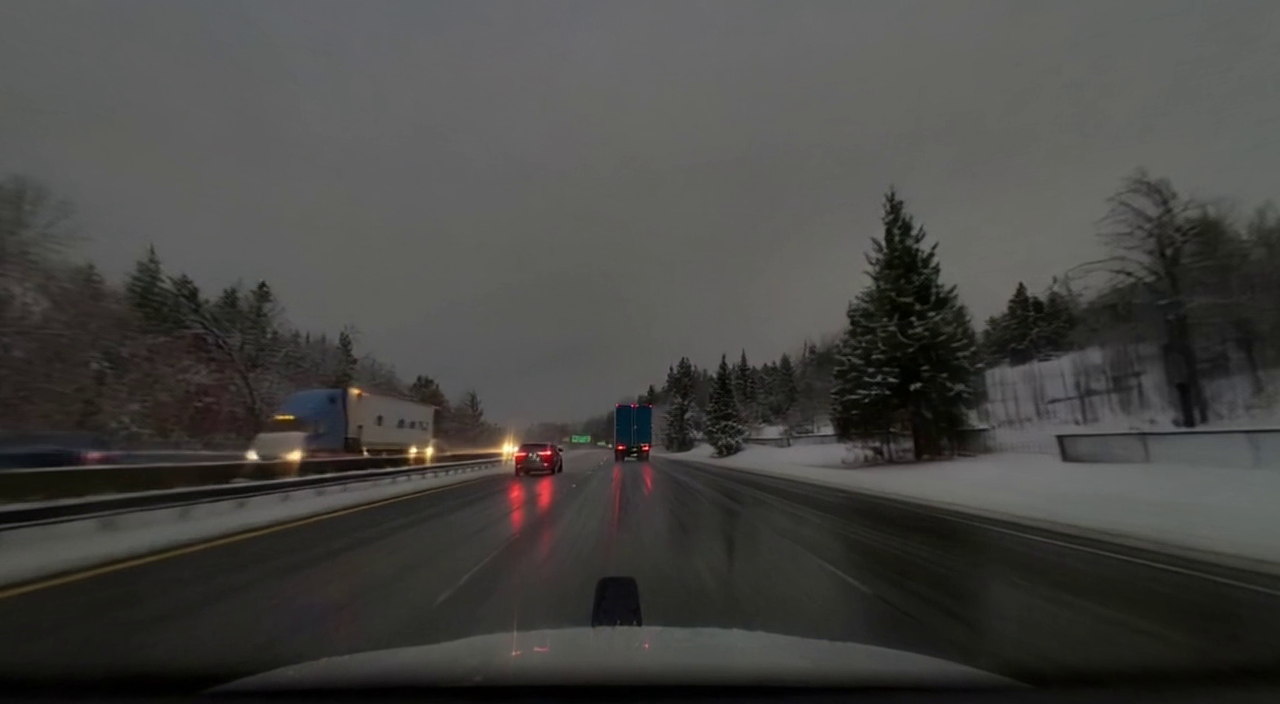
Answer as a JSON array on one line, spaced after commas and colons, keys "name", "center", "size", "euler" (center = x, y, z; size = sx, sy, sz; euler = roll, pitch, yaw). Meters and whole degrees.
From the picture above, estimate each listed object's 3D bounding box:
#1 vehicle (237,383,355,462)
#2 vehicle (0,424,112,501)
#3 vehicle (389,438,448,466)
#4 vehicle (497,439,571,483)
[{"name": "vehicle", "center": [-17.312, 3.692, 32.021], "size": [3.288, 3.682, 4.837], "euler": [0, -9, -3]}, {"name": "vehicle", "center": [-13.397, 2.195, 12.463], "size": [1.876, 1.486, 4.508], "euler": [0, -9, -1]}, {"name": "vehicle", "center": [-13.471, 6.103, 38.347], "size": [2.004, 1.564, 4.488], "euler": [0, -9, 0]}, {"name": "vehicle", "center": [-3.960, 4.196, 24.283], "size": [2.057, 1.519, 4.372], "euler": [0, -9, 1]}]
